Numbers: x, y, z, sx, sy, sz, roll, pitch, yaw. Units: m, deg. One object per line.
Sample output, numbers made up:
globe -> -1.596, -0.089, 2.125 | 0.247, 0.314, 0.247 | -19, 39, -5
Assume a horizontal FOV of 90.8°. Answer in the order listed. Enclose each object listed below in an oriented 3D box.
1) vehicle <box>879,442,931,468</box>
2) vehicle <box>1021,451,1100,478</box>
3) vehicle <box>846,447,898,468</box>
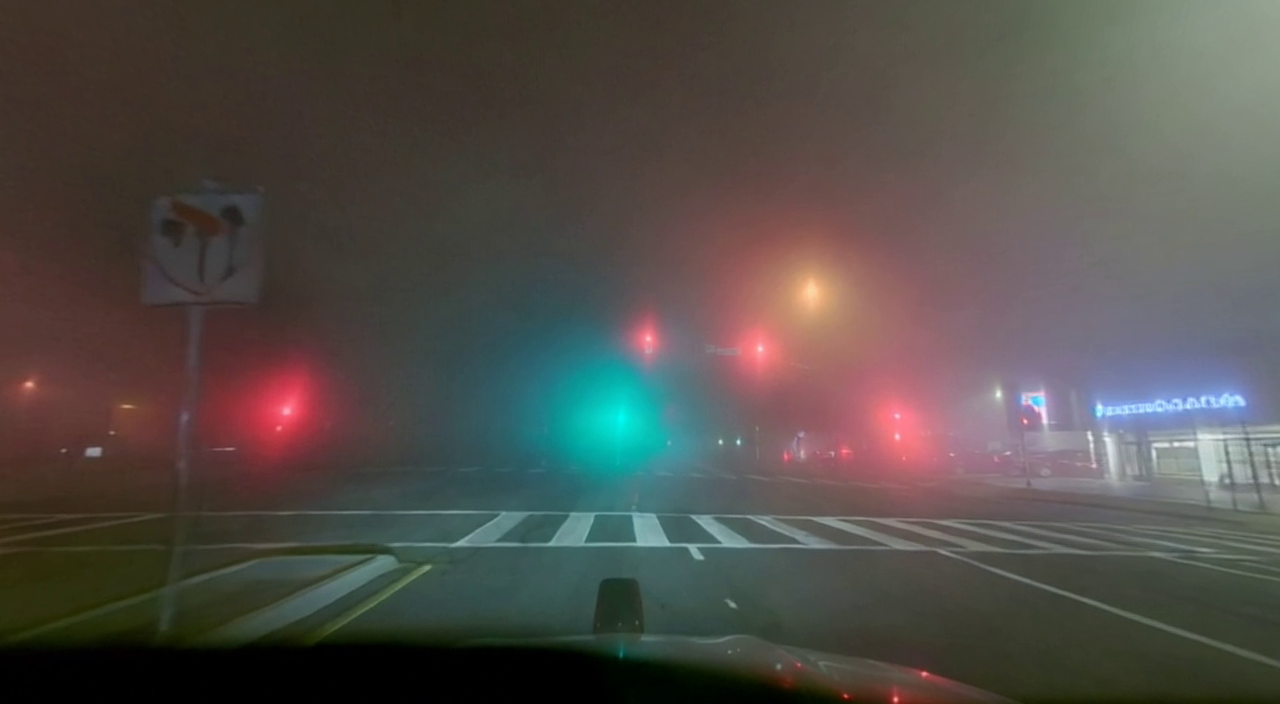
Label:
vehicle -> 20.491, 7.988, 49.059 | 2.087, 1.868, 4.004 | 1, -8, -3
vehicle -> 26.764, 7.145, 40.417 | 1.929, 1.613, 4.530 | 0, -8, 0
vehicle -> 18.023, 8.201, 49.286 | 2.073, 1.519, 4.429 | 1, -8, -5
